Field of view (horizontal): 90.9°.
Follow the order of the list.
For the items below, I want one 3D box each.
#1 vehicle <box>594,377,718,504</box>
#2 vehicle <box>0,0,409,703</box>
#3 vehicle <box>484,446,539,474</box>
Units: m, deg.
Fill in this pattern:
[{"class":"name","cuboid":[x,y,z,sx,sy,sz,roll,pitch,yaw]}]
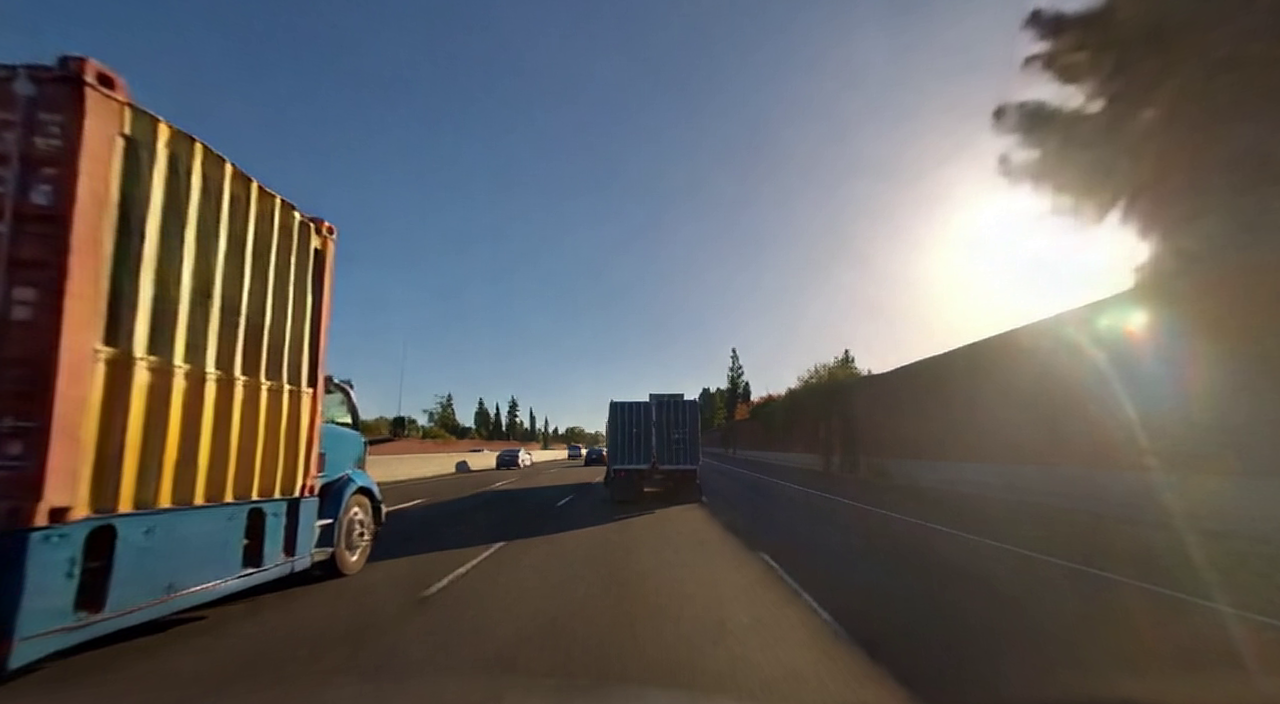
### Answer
[{"class":"vehicle","cuboid":[0.085,2.757,19.628,2.798,3.071,8.412,1,-8,-6]},{"class":"vehicle","cuboid":[-4.143,0.062,3.896,2.998,3.992,5.800,0,-8,2]},{"class":"vehicle","cuboid":[-7.203,6.071,35.766,2.006,1.458,4.700,0,-8,2]}]
